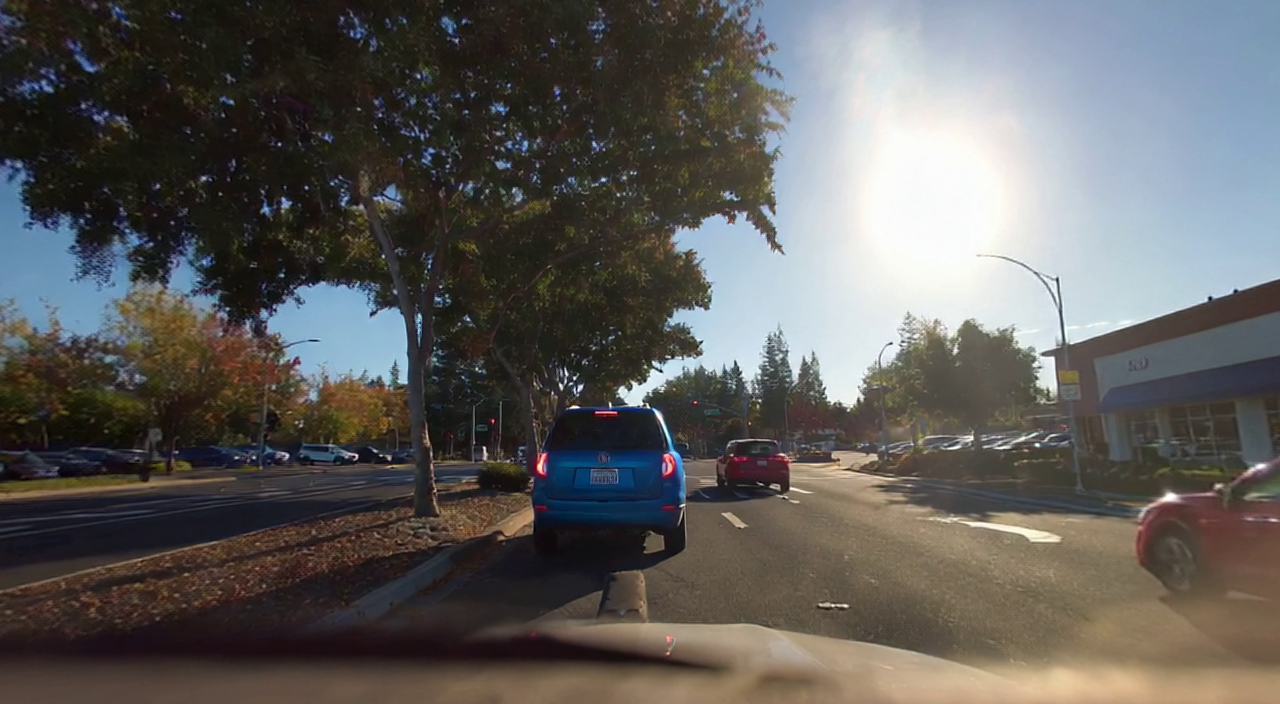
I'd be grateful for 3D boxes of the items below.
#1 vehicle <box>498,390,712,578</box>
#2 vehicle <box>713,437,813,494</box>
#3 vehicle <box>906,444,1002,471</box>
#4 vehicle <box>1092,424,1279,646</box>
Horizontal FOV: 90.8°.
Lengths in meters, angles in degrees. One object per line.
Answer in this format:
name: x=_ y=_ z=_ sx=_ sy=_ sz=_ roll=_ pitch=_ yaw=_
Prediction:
vehicle: x=-0.306 y=1.647 z=8.635 sx=2.096 sy=1.837 sz=4.687 roll=0 pitch=-9 yaw=1
vehicle: x=3.681 y=3.499 z=19.935 sx=2.098 sy=1.555 sz=4.778 roll=0 pitch=-9 yaw=-1
vehicle: x=17.213 y=5.774 z=34.763 sx=4.290 sy=1.427 sz=1.751 roll=0 pitch=-9 yaw=2
vehicle: x=5.261 y=1.146 z=3.652 sx=1.930 sy=1.478 sz=4.643 roll=0 pitch=-9 yaw=1
